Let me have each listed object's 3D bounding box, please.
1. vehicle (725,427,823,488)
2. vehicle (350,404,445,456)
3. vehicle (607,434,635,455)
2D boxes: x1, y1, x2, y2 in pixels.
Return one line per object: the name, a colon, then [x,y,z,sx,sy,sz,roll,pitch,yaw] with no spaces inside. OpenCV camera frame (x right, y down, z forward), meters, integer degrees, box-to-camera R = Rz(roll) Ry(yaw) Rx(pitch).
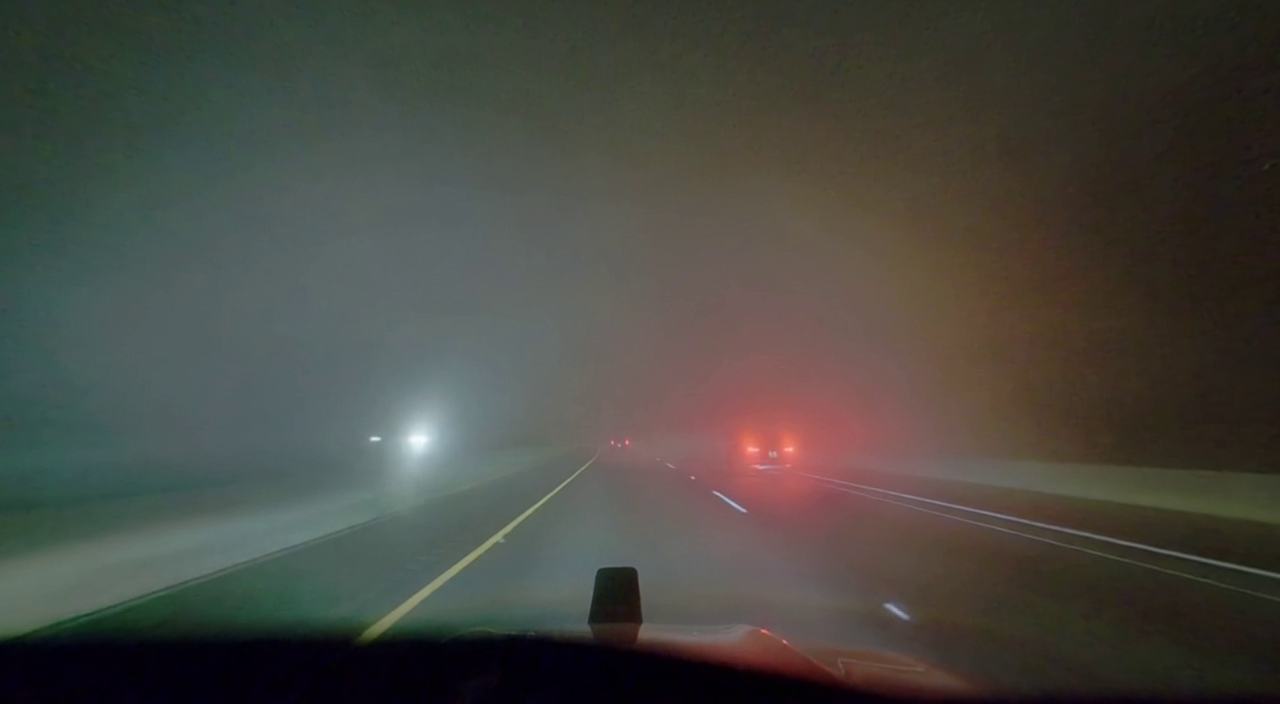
vehicle: [3.598,2.882,17.562,1.852,1.513,3.652,1,-8,-2]
vehicle: [-9.442,3.115,24.945,2.004,1.828,4.709,1,-8,-2]
vehicle: [-1.464,6.954,47.364,1.998,1.512,3.735,1,-8,-3]
